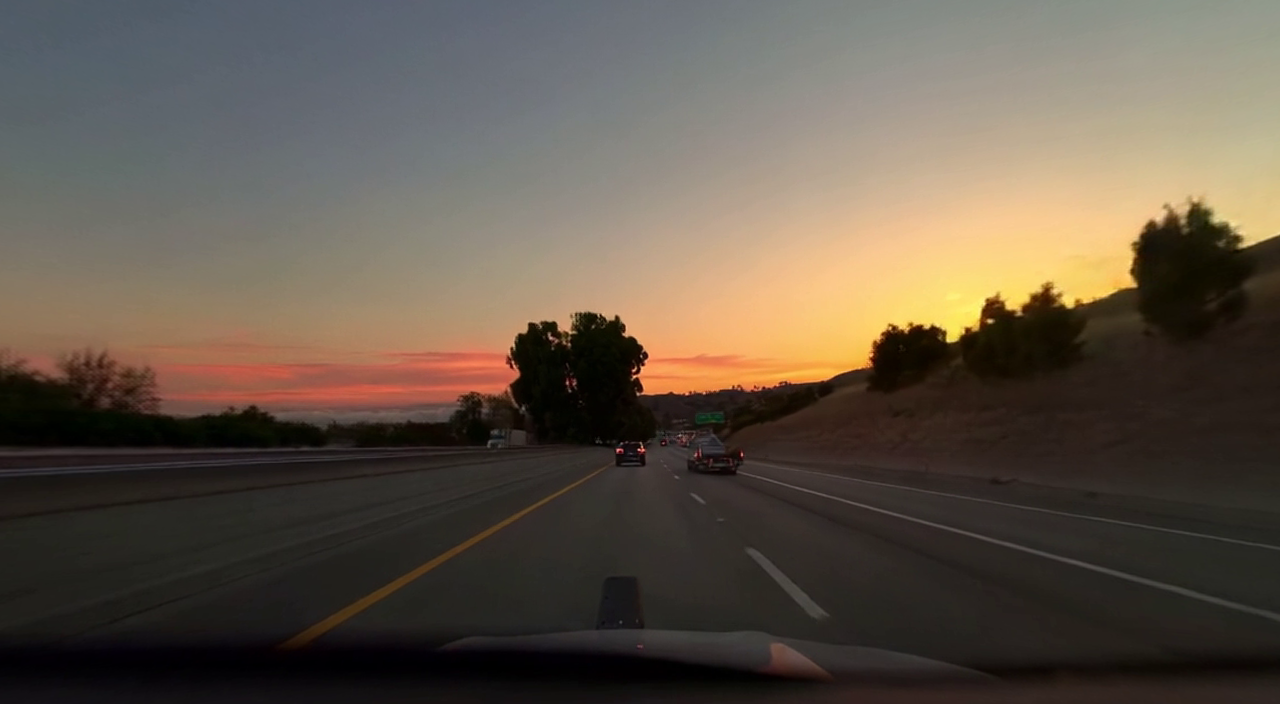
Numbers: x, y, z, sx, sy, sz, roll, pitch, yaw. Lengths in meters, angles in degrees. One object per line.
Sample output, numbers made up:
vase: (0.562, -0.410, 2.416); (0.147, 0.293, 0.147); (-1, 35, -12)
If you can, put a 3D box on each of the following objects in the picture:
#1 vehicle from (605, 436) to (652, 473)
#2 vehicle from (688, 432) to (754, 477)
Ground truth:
vehicle: (-0.476, 5.054, 31.102); (2.142, 1.664, 4.076); (0, -9, 1)
vehicle: (3.522, 4.595, 28.323); (2.269, 1.839, 4.554); (1, -9, -1)
